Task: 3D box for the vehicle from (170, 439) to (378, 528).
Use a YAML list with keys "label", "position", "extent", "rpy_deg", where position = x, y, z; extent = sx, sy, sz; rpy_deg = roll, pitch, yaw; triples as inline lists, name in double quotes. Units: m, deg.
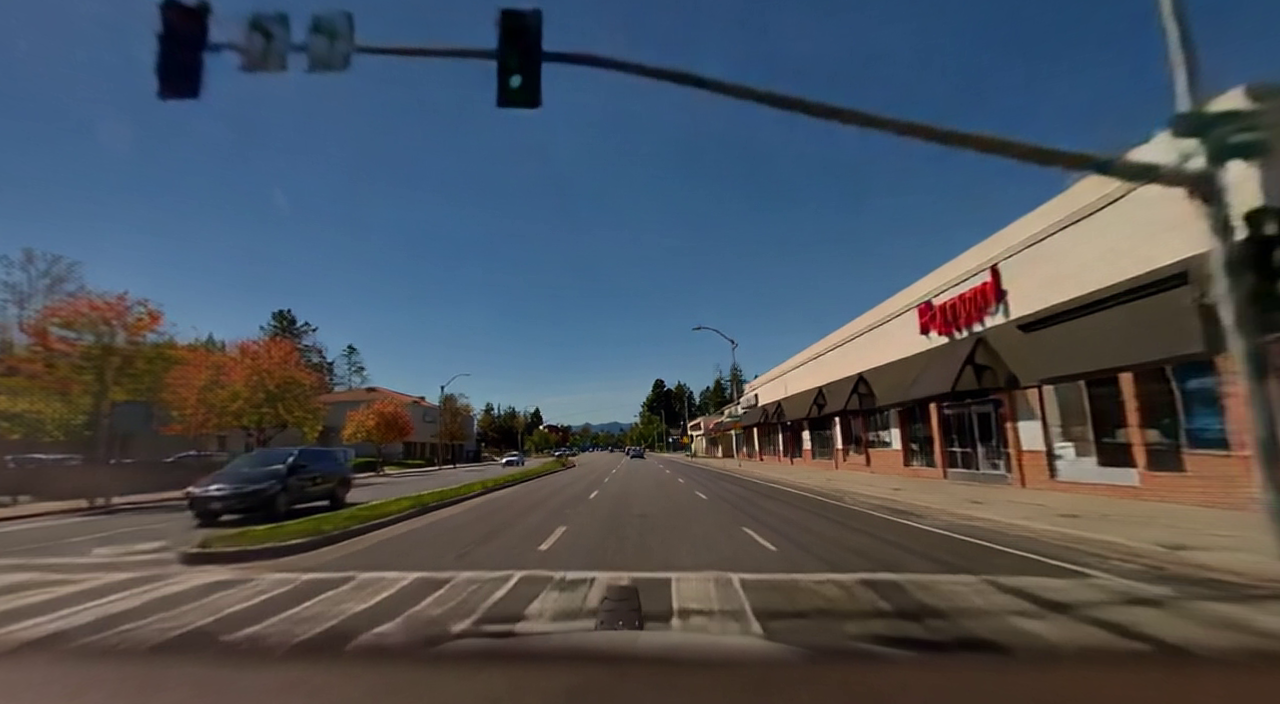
- label: "vehicle"
  position: [-7.657, 2.818, 13.875]
  extent: [2.011, 1.490, 4.472]
  rpy_deg: [-3, -10, -2]
